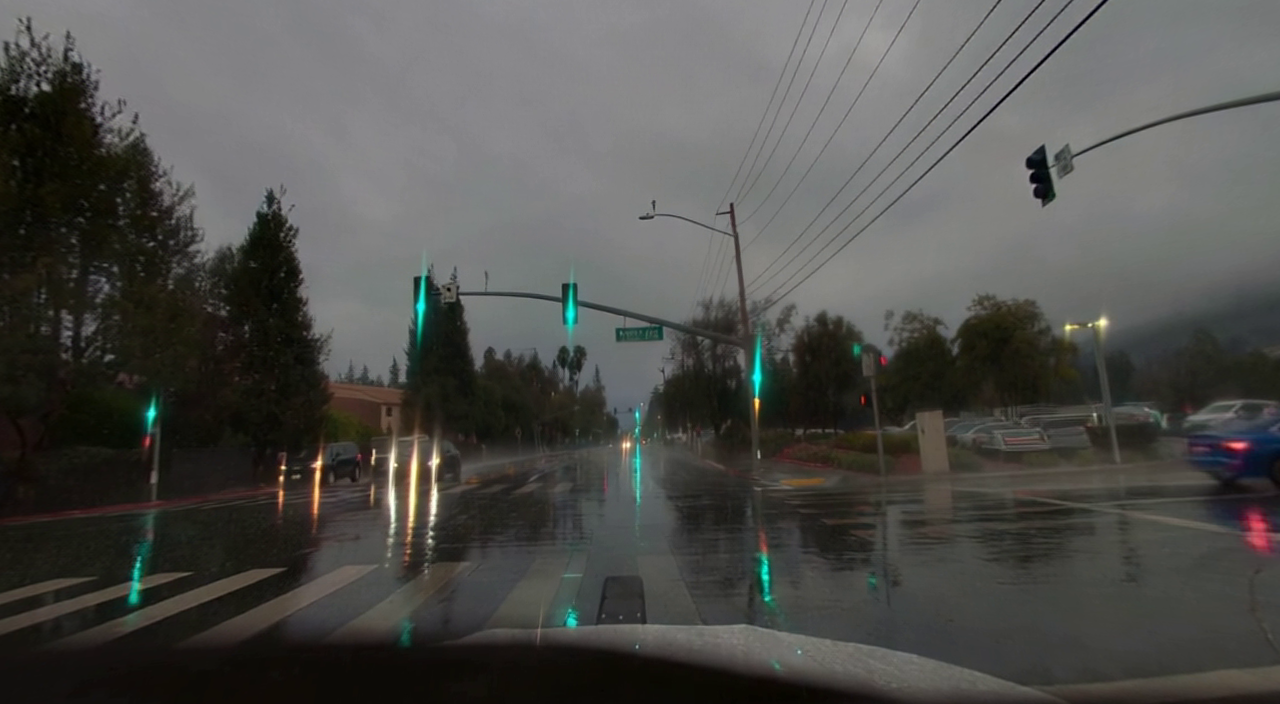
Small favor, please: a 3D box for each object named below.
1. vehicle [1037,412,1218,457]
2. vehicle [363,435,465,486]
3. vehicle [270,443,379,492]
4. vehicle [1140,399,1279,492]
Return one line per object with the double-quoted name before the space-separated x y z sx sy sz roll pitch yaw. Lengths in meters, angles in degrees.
"vehicle" 16.850 2.921 22.154 4.560 1.453 1.851 -3 -9 18
"vehicle" -10.140 4.926 28.988 2.664 1.940 5.702 -3 -9 0
"vehicle" -13.791 5.065 28.064 2.306 1.957 4.968 0 -9 -1
"vehicle" 11.683 1.568 10.632 4.592 1.470 2.071 -3 -9 21
